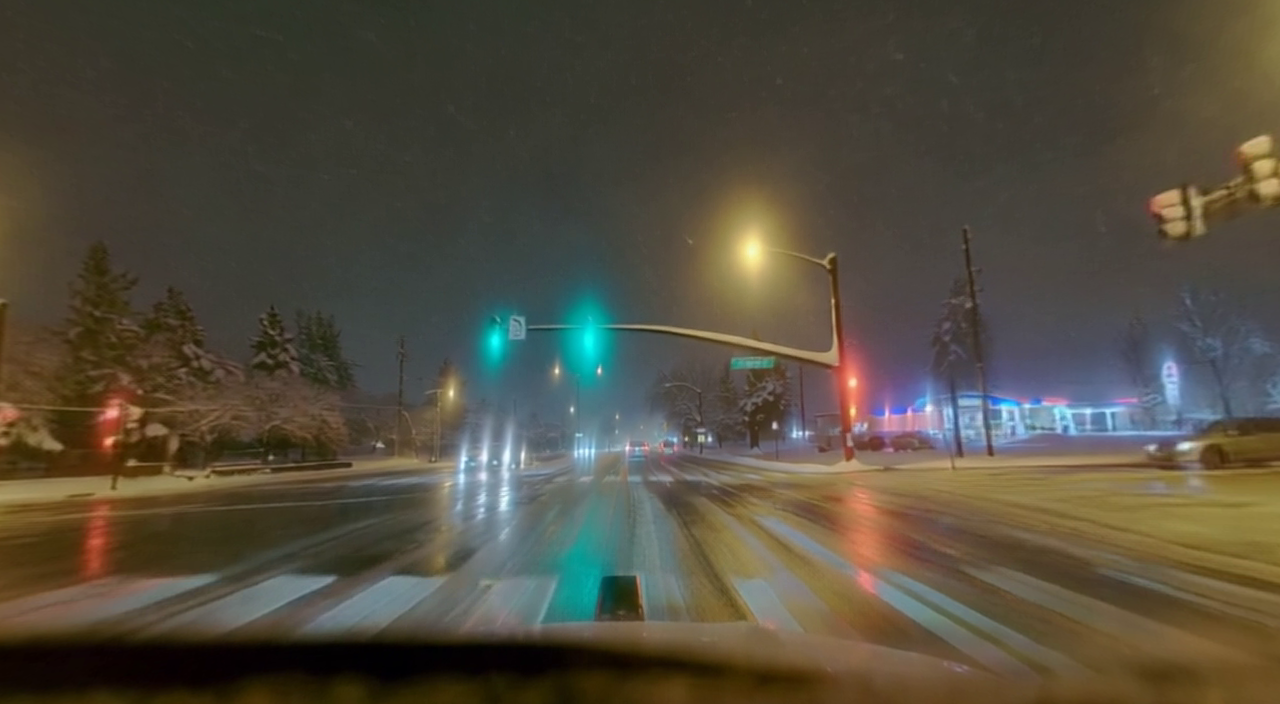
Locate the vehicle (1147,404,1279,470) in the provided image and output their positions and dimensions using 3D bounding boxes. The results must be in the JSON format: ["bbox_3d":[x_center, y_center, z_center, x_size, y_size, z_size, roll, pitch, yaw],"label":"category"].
[{"bbox_3d":[16.466,2.209,16.386,4.727,1.585,2.066,-1,-8,2],"label":"vehicle"}]

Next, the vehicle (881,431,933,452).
[{"bbox_3d":[20.228,6.800,47.725,2.094,1.488,4.433,-8,-12,43],"label":"vehicle"}]

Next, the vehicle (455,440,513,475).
[{"bbox_3d":[-8.517,5.757,34.957,1.946,1.710,5.044,-1,-8,0],"label":"vehicle"}]
